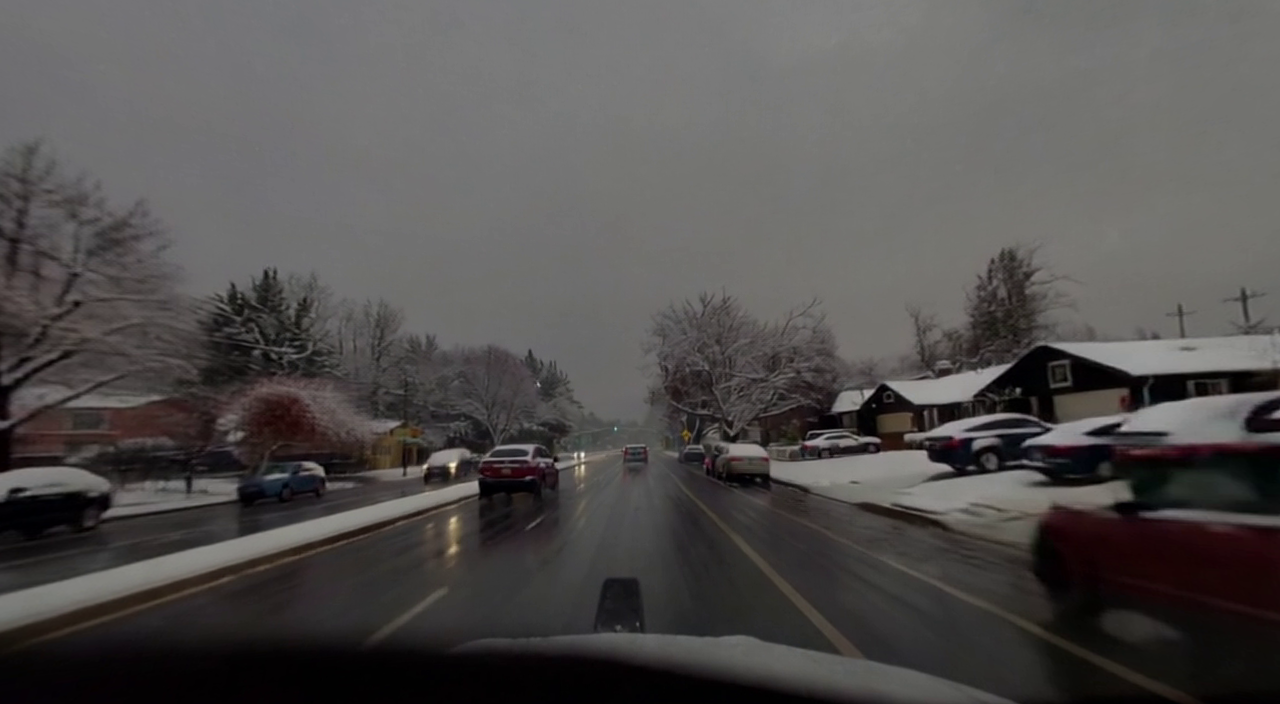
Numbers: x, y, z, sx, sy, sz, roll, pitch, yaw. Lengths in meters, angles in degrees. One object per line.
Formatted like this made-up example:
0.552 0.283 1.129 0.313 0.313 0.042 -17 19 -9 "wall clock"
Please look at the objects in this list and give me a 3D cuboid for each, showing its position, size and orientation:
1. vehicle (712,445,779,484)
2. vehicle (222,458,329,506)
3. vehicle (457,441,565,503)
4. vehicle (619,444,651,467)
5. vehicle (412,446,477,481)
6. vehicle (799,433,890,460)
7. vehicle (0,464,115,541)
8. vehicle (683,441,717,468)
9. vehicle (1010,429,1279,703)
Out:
4.289 4.615 26.312 1.944 1.470 4.530 0 -9 -1 "vehicle"
-14.781 5.246 25.949 1.998 1.498 4.668 -5 -8 -5 "vehicle"
-3.385 3.235 17.547 2.027 1.477 4.413 0 -9 1 "vehicle"
-0.322 7.102 43.412 2.088 1.495 4.048 0 -9 0 "vehicle"
-10.271 5.882 33.528 1.937 1.701 4.438 0 -9 1 "vehicle"
11.618 5.391 36.125 4.537 1.465 1.923 0 -8 2 "vehicle"
-14.570 3.414 13.968 1.904 1.497 4.848 -5 -8 -1 "vehicle"
4.054 7.051 43.654 1.943 1.788 4.462 0 -9 0 "vehicle"
4.250 1.151 3.330 1.881 1.480 4.536 0 -9 1 "vehicle"
